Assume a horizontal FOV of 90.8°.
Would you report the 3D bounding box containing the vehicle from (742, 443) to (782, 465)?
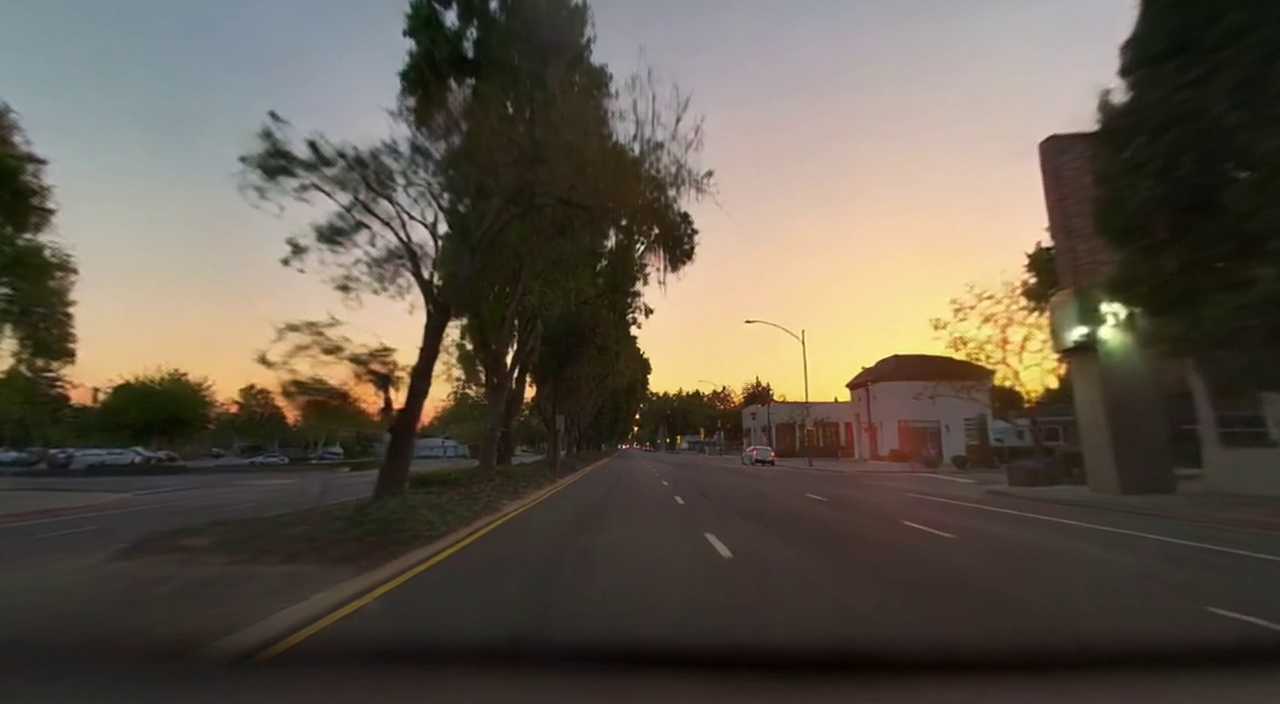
[{"bbox_3d":[9.313,7.863,48.589,1.981,1.557,4.456,0,-9,-3],"label":"vehicle"}]
